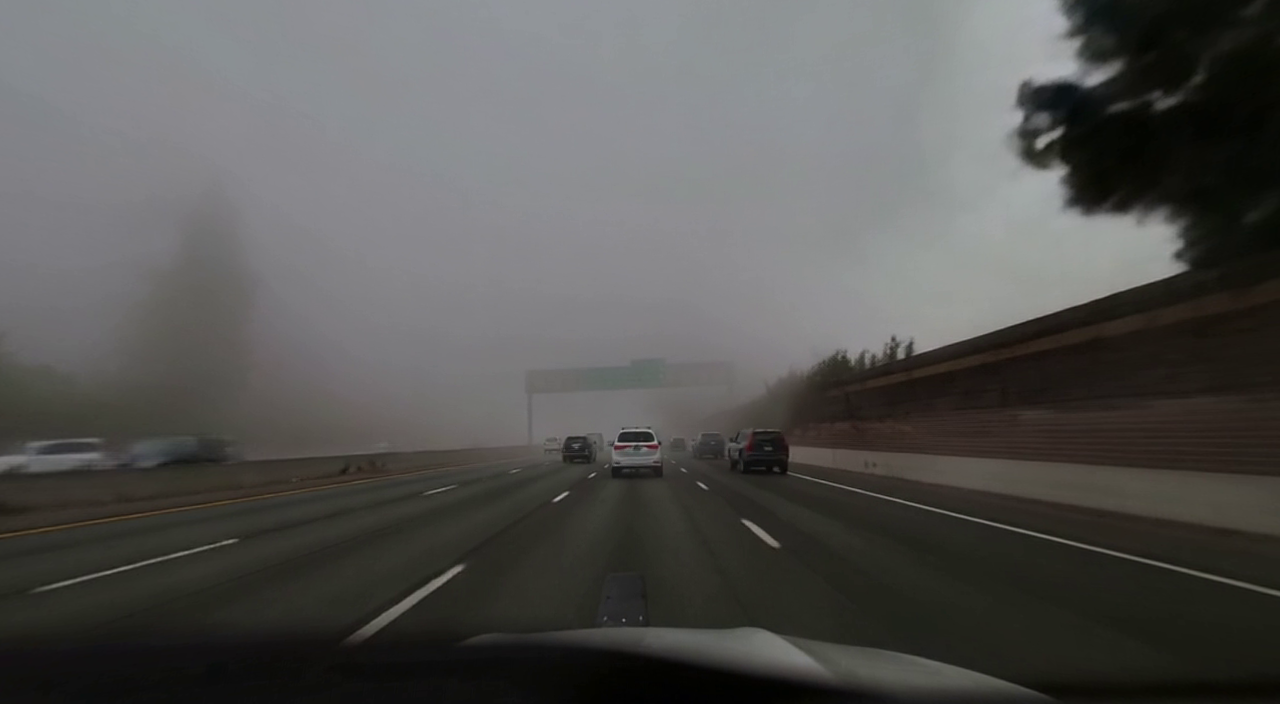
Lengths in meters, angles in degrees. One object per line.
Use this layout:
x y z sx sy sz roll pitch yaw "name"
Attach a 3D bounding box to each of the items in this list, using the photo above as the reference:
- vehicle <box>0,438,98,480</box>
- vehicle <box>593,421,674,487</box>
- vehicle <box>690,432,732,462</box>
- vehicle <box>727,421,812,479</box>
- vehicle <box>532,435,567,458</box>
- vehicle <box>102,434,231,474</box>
-29.231 5.013 29.802 2.136 1.808 5.688 0 -9 0 "vehicle"
-0.171 3.124 19.483 2.233 1.804 4.273 0 -9 0 "vehicle"
4.133 5.605 37.311 2.001 1.651 3.916 0 -9 0 "vehicle"
4.439 3.456 22.275 2.017 1.847 4.299 0 -9 -1 "vehicle"
-7.017 7.381 49.111 2.024 1.706 4.249 0 -9 1 "vehicle"
-21.861 4.735 29.462 2.109 1.685 5.009 0 -9 1 "vehicle"
